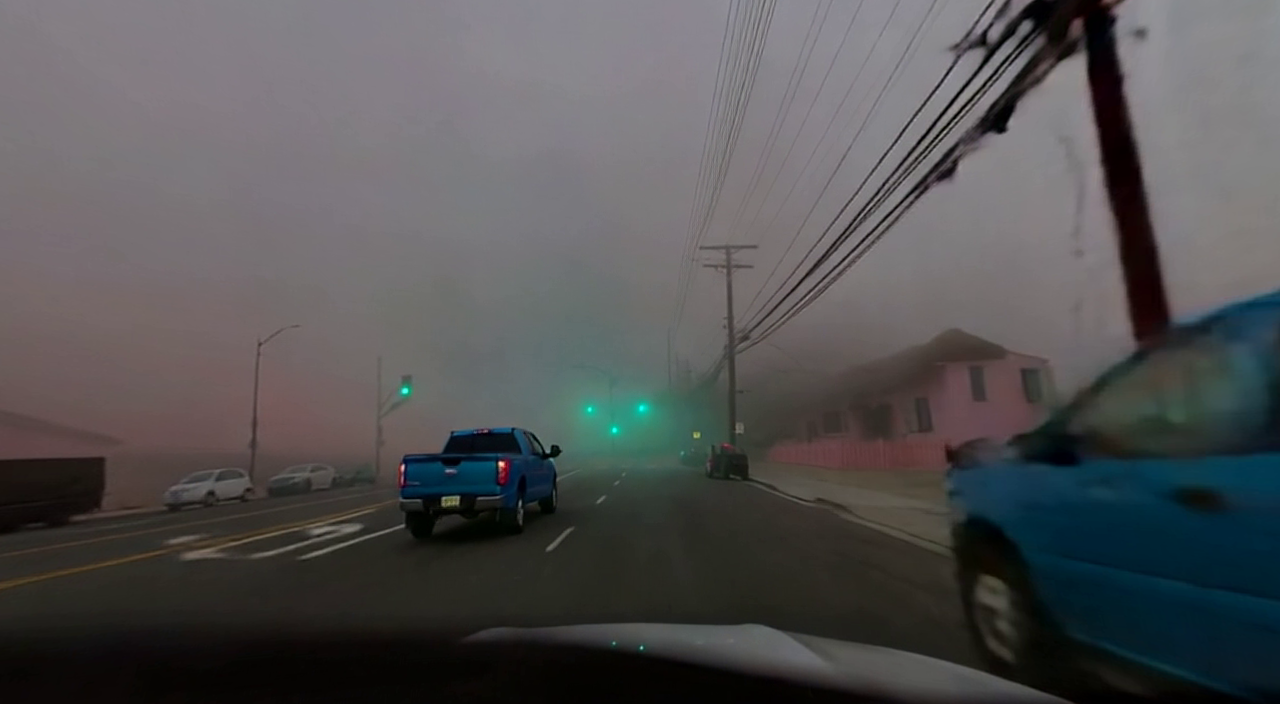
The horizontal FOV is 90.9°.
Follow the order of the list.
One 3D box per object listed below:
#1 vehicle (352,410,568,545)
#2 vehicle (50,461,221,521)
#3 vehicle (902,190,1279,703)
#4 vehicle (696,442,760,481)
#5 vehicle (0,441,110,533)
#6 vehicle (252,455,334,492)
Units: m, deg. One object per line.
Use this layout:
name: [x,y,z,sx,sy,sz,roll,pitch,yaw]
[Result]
vehicle: [-2.868,2.183,11.658,2.242,1.890,5.306,0,-9,2]
vehicle: [-15.625,4.286,19.870,2.026,1.617,3.933,0,-9,1]
vehicle: [3.036,0.435,1.069,2.415,2.004,6.589,0,-9,1]
vehicle: [3.590,4.540,26.419,2.012,1.491,4.333,0,-9,-1]
vehicle: [-19.312,3.918,18.435,2.159,2.586,5.899,0,-9,3]
vehicle: [-18.474,6.444,33.792,1.954,1.785,4.136,0,-9,1]
